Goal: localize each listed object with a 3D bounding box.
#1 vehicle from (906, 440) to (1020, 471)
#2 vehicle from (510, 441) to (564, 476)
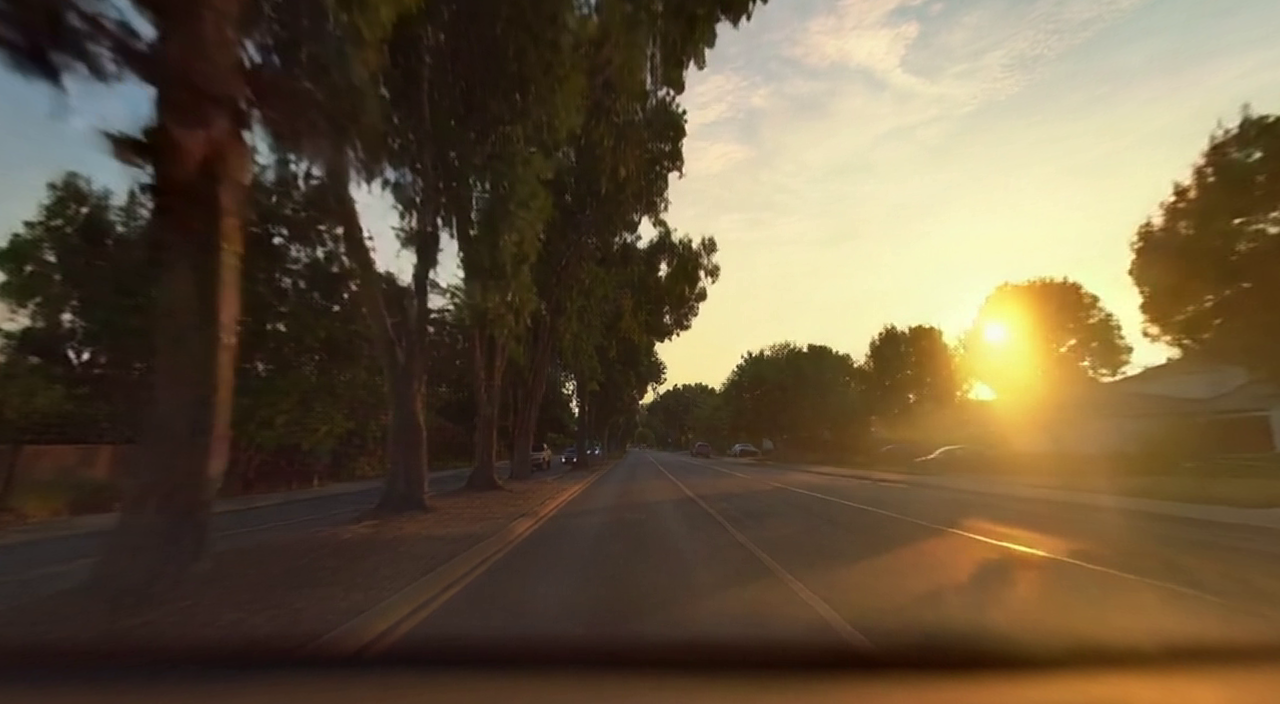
[{"bbox_3d":[15.600,5.007,30.557,4.500,1.390,1.864,0,-8,-2],"label":"vehicle"},{"bbox_3d":[-5.750,5.988,35.800,2.071,1.823,4.799,0,-9,2],"label":"vehicle"}]
